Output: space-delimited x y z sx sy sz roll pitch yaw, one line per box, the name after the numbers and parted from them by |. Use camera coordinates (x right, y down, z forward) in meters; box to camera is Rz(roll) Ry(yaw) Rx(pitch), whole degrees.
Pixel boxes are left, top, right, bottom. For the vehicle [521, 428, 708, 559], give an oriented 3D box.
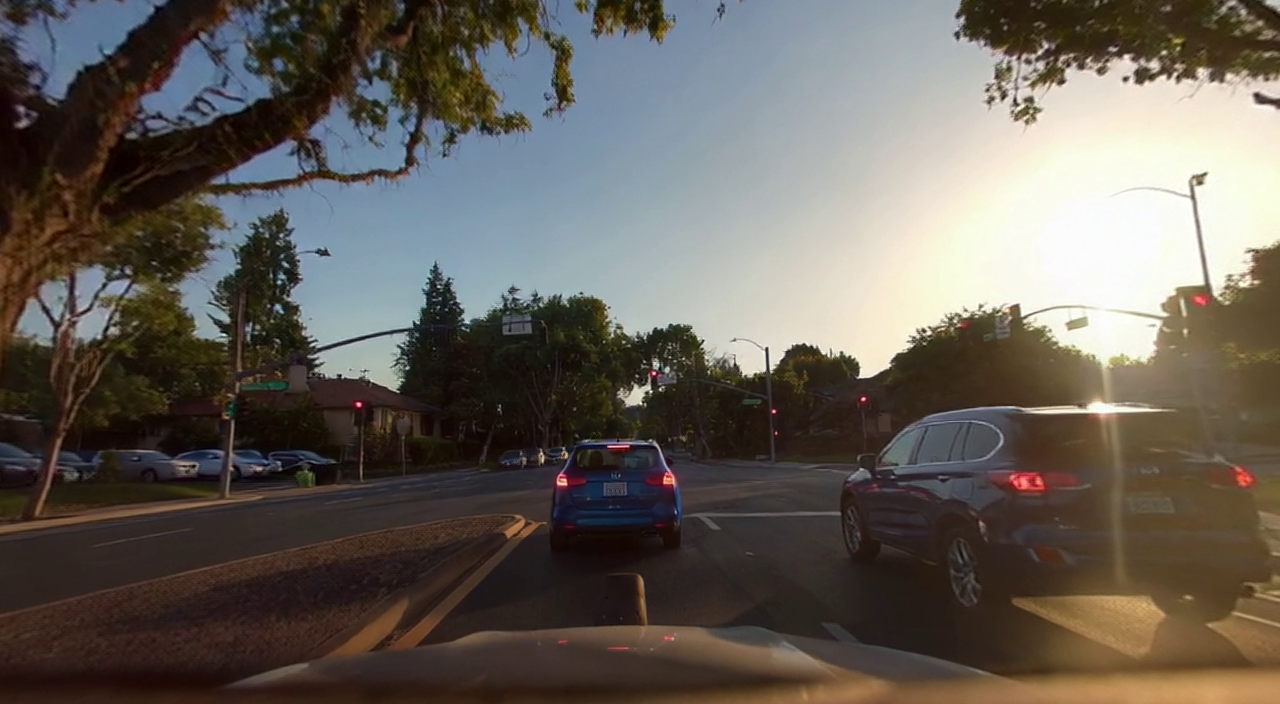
-0.325 2.010 9.802 2.177 1.512 4.682 0 -9 -1 | vehicle

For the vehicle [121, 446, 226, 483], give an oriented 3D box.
-28.592 6.882 38.967 4.943 2.110 2.217 5 -10 -32 | vehicle

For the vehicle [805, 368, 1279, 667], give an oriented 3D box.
3.185 1.301 5.999 2.046 1.768 4.370 0 -9 0 | vehicle

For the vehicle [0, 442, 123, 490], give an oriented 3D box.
-28.484 5.441 30.442 5.119 2.119 2.199 5 -10 -31 | vehicle
